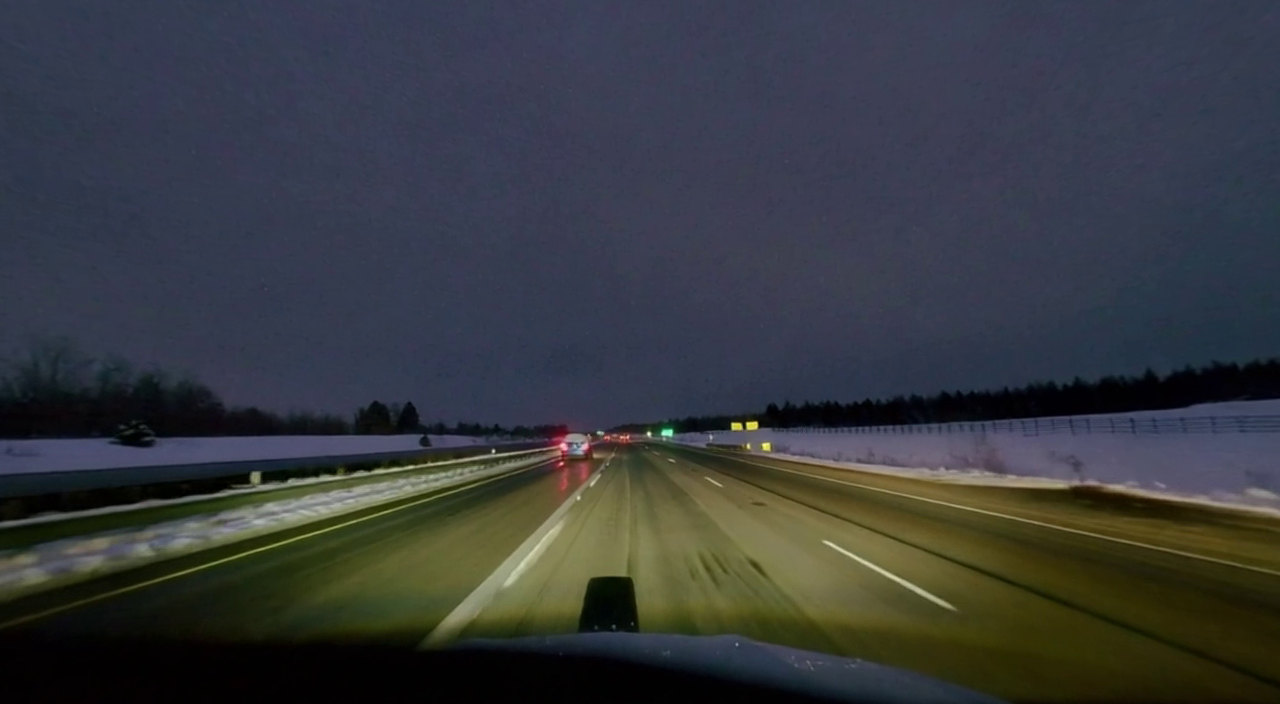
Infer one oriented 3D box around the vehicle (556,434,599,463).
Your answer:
[{"bbox_3d":[-3.697,5.773,37.819,2.206,1.604,4.374,0,-8,-1],"label":"vehicle"}]
